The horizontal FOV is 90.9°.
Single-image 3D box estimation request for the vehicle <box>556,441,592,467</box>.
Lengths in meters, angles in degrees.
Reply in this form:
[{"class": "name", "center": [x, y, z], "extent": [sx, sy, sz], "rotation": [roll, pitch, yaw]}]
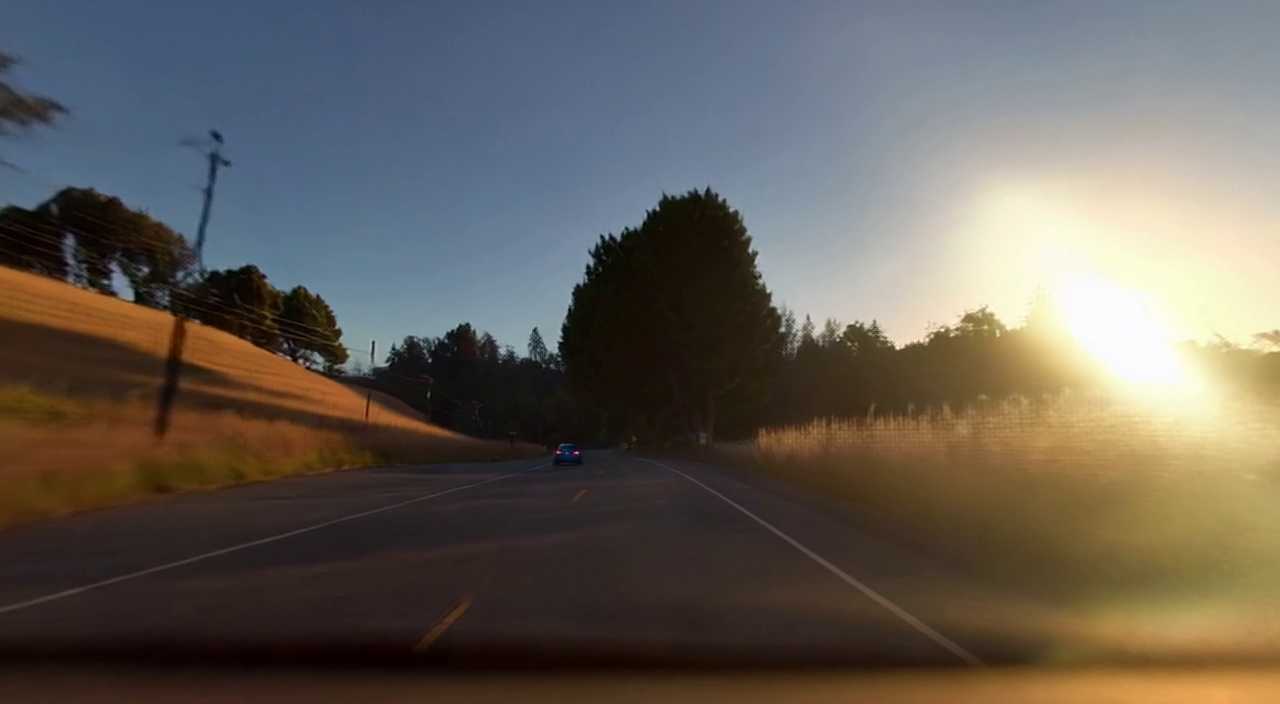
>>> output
[{"class": "vehicle", "center": [-4.060, 6.301, 39.237], "extent": [1.968, 1.503, 4.443], "rotation": [0, -8, -3]}]
